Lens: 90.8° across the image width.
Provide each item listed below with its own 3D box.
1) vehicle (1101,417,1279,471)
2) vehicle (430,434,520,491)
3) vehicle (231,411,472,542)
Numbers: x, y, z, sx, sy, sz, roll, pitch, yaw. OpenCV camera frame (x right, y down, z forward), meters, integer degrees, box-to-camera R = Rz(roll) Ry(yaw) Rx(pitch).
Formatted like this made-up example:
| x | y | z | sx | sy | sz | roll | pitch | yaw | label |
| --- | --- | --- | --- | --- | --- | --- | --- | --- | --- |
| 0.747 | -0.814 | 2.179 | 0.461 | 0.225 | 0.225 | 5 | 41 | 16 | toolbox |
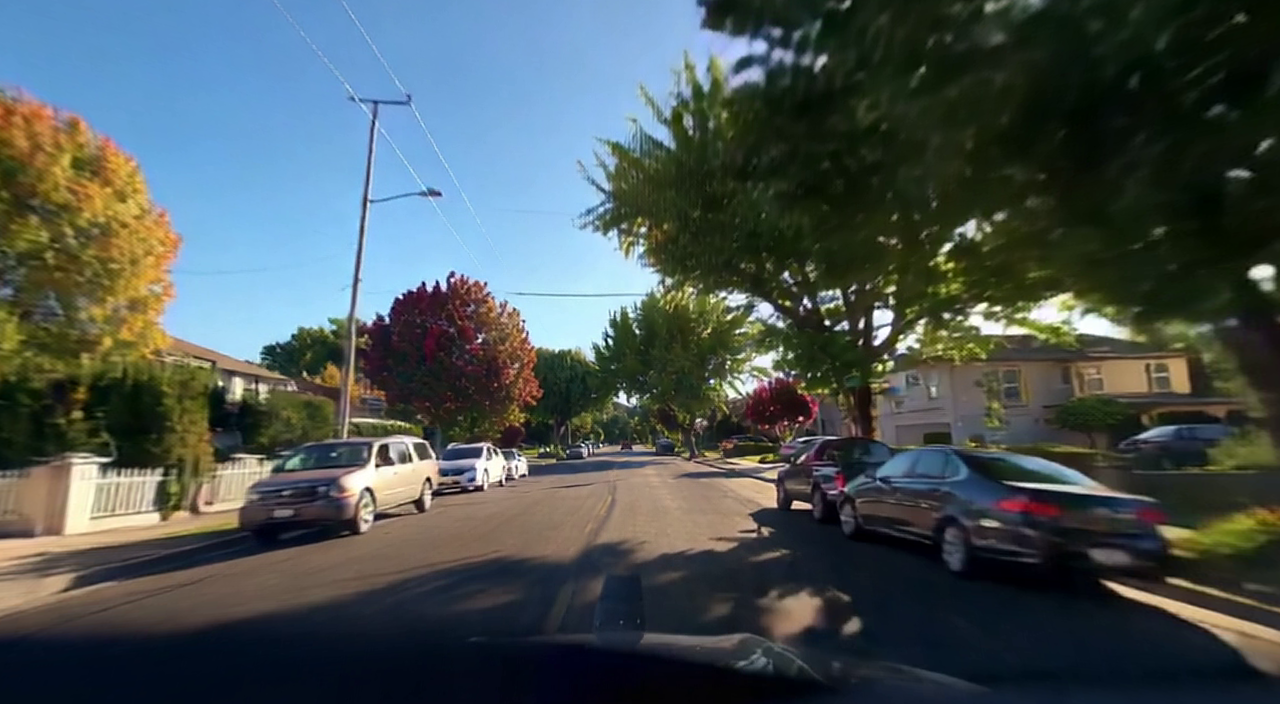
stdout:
| x | y | z | sx | sy | sz | roll | pitch | yaw | label |
| --- | --- | --- | --- | --- | --- | --- | --- | --- | --- |
| 17.770 | 2.933 | 20.169 | 4.372 | 1.490 | 2.032 | -2 | -9 | 1 | vehicle |
| -6.005 | 4.034 | 23.685 | 2.015 | 1.766 | 5.450 | -3 | -8 | -2 | vehicle |
| -5.605 | 2.471 | 13.472 | 2.411 | 1.979 | 5.915 | -4 | -8 | 0 | vehicle |
